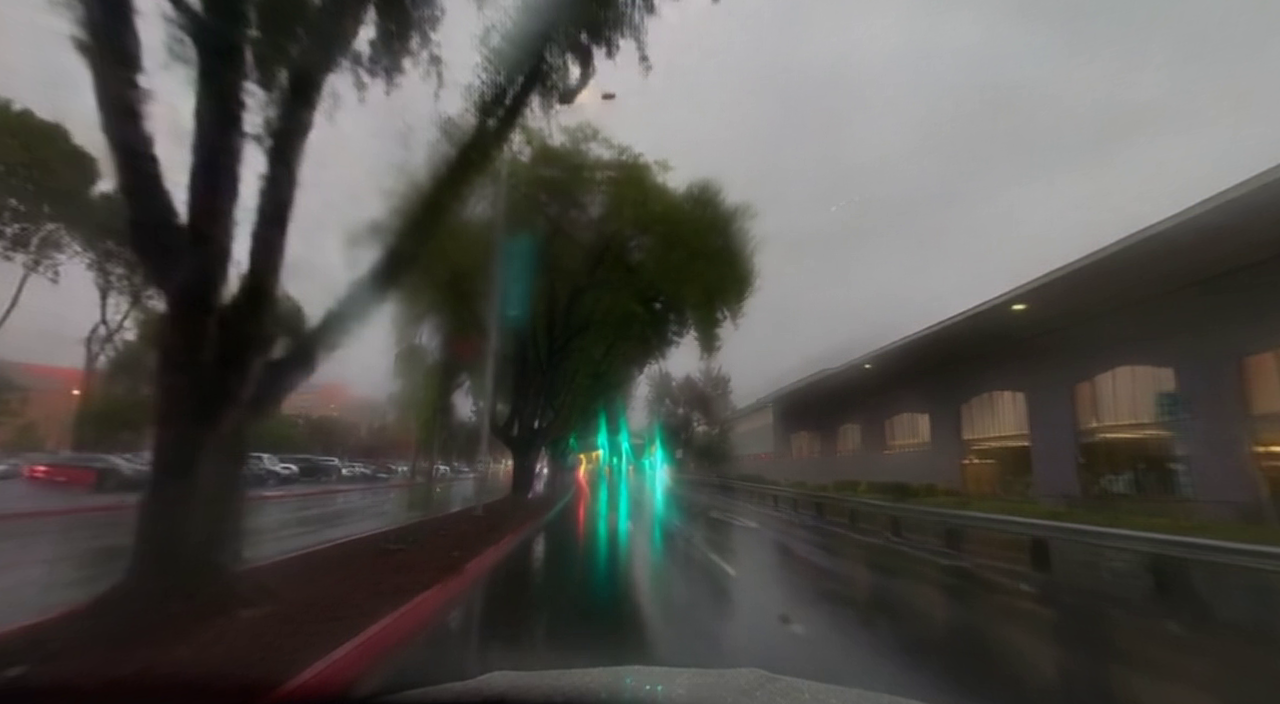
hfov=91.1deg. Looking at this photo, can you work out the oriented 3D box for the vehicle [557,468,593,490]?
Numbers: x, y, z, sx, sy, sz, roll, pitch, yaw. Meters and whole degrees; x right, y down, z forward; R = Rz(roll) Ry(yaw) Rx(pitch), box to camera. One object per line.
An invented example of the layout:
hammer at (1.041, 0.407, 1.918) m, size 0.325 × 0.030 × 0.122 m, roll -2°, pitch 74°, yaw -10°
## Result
vehicle at (-3.841, 7.417, 36.708) m, size 1.775 × 1.186 × 2.933 m, roll 3°, pitch -11°, yaw -12°
